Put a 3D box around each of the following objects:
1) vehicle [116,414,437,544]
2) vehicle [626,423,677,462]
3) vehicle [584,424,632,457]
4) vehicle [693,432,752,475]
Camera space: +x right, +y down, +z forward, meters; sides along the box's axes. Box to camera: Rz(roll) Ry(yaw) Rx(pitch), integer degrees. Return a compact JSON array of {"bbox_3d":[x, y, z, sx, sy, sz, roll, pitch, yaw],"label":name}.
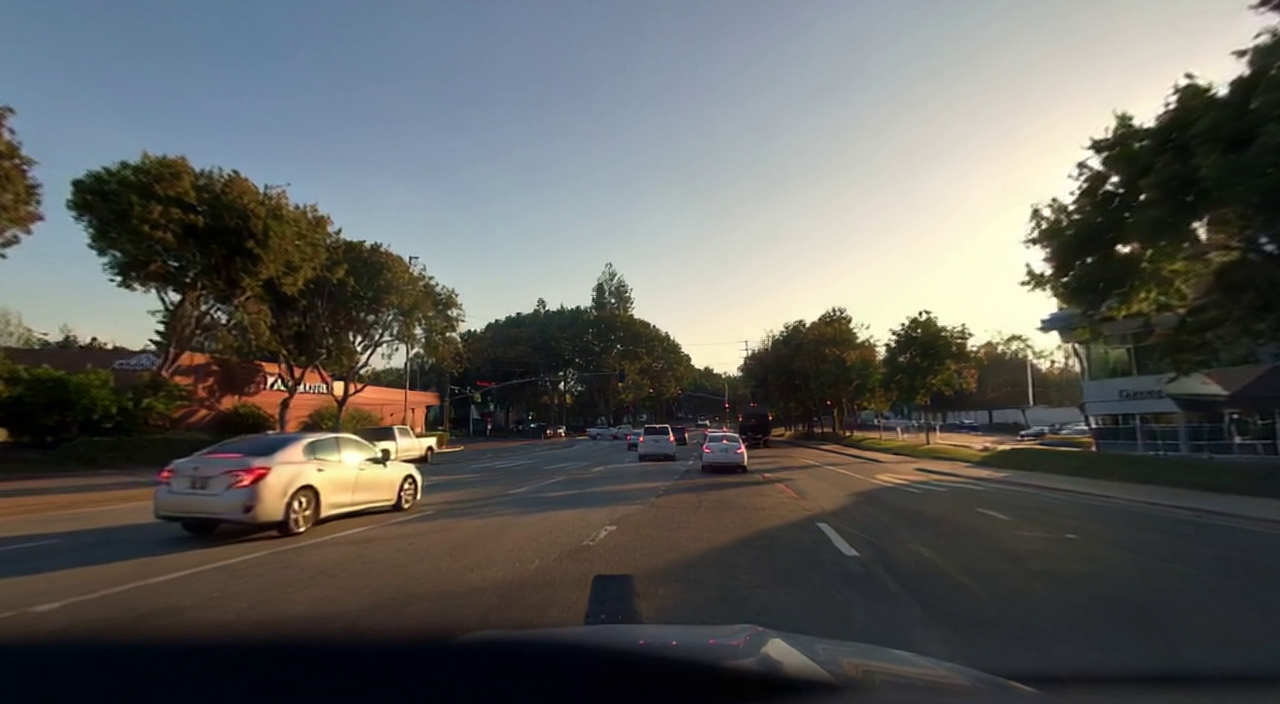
[{"bbox_3d":[-5.033,1.816,9.594,2.010,1.515,4.152,-1,-9,8],"label":"vehicle"},{"bbox_3d":[0.681,4.751,33.062,2.188,1.892,4.488,-1,-9,7],"label":"vehicle"},{"bbox_3d":[-1.807,5.273,37.374,2.078,1.787,5.006,-1,-9,6],"label":"vehicle"},{"bbox_3d":[3.282,3.987,24.920,2.109,1.500,4.585,-1,-9,8],"label":"vehicle"}]
